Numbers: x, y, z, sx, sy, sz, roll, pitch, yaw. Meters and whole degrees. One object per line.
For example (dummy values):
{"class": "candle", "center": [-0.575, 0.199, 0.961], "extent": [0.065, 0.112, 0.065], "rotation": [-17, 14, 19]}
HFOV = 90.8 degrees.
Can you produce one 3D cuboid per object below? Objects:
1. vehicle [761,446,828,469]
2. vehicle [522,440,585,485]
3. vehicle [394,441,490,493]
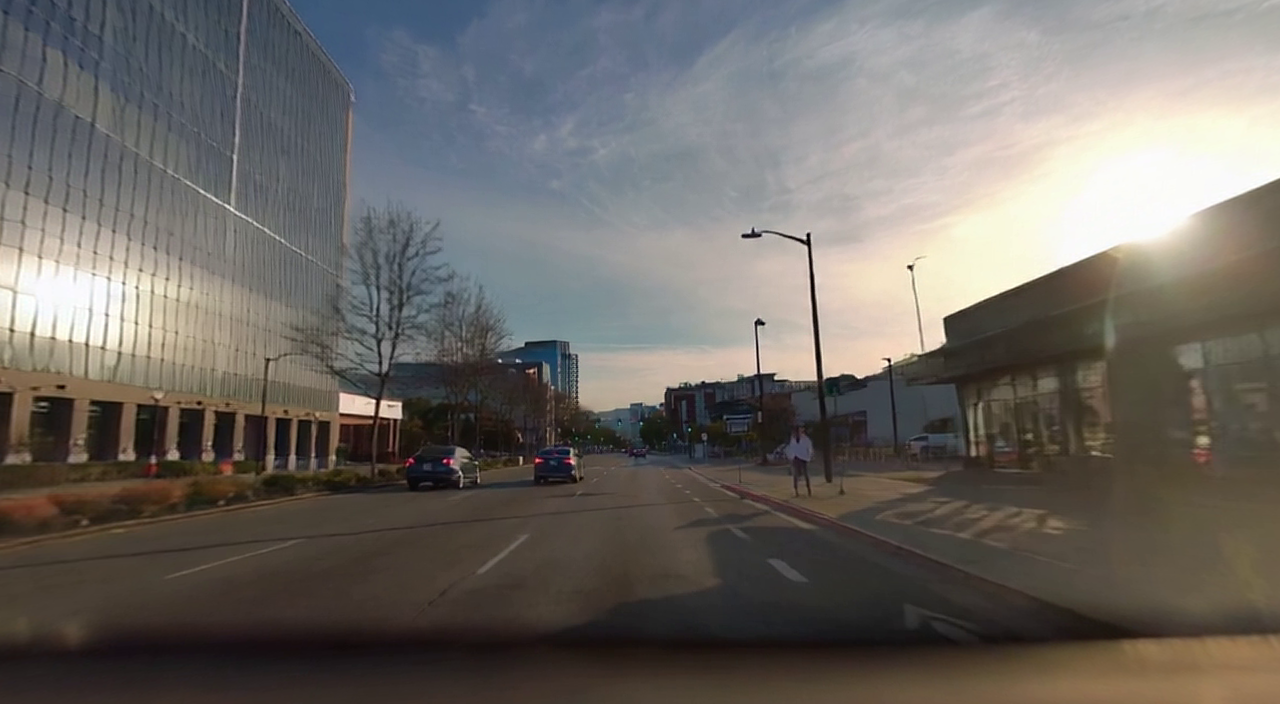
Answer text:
{"class": "vehicle", "center": [11.172, 7.665, 45.948], "extent": [4.513, 1.541, 1.948], "rotation": [-1, -9, 5]}
{"class": "vehicle", "center": [-3.552, 4.629, 26.701], "extent": [2.052, 1.729, 4.195], "rotation": [0, -9, 0]}
{"class": "vehicle", "center": [-6.829, 4.002, 22.344], "extent": [1.909, 1.605, 4.561], "rotation": [0, -9, 0]}
